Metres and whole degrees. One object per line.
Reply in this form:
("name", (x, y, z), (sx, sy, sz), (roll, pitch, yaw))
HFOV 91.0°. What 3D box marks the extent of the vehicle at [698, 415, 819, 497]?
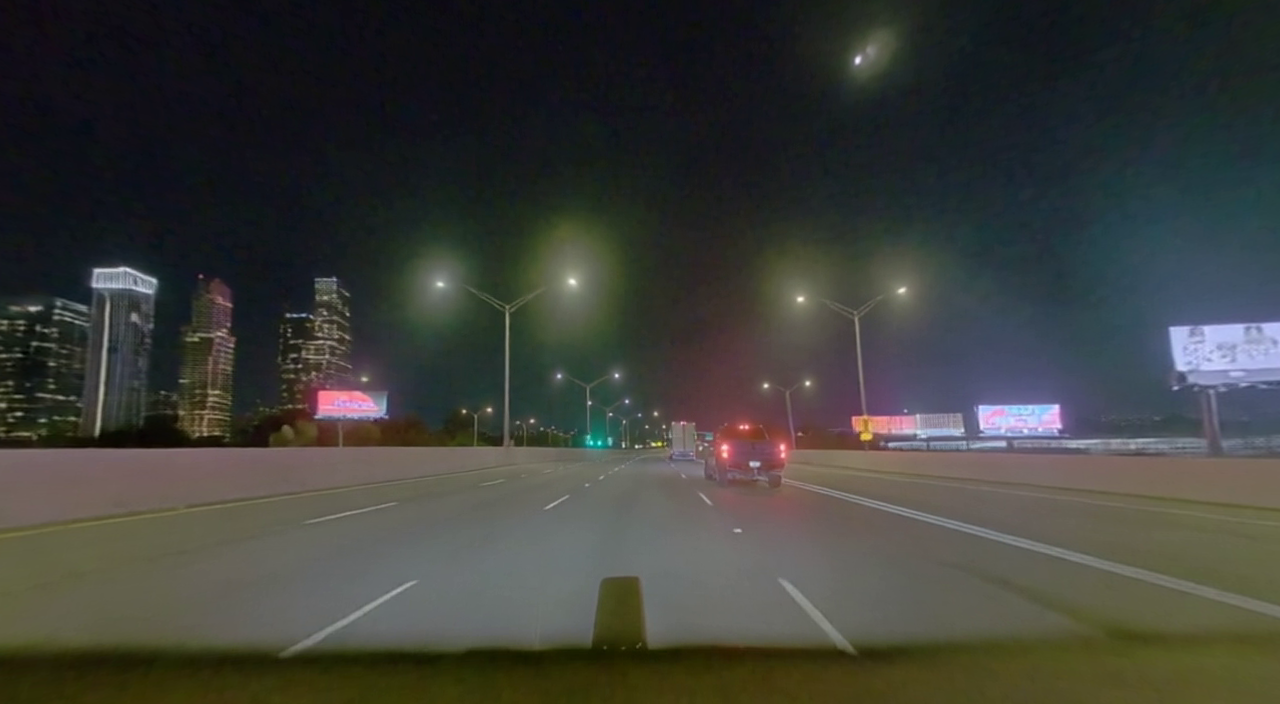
("vehicle", (3.447, 3.250, 19.981), (2.740, 2.157, 6.300), (0, -9, 1))
